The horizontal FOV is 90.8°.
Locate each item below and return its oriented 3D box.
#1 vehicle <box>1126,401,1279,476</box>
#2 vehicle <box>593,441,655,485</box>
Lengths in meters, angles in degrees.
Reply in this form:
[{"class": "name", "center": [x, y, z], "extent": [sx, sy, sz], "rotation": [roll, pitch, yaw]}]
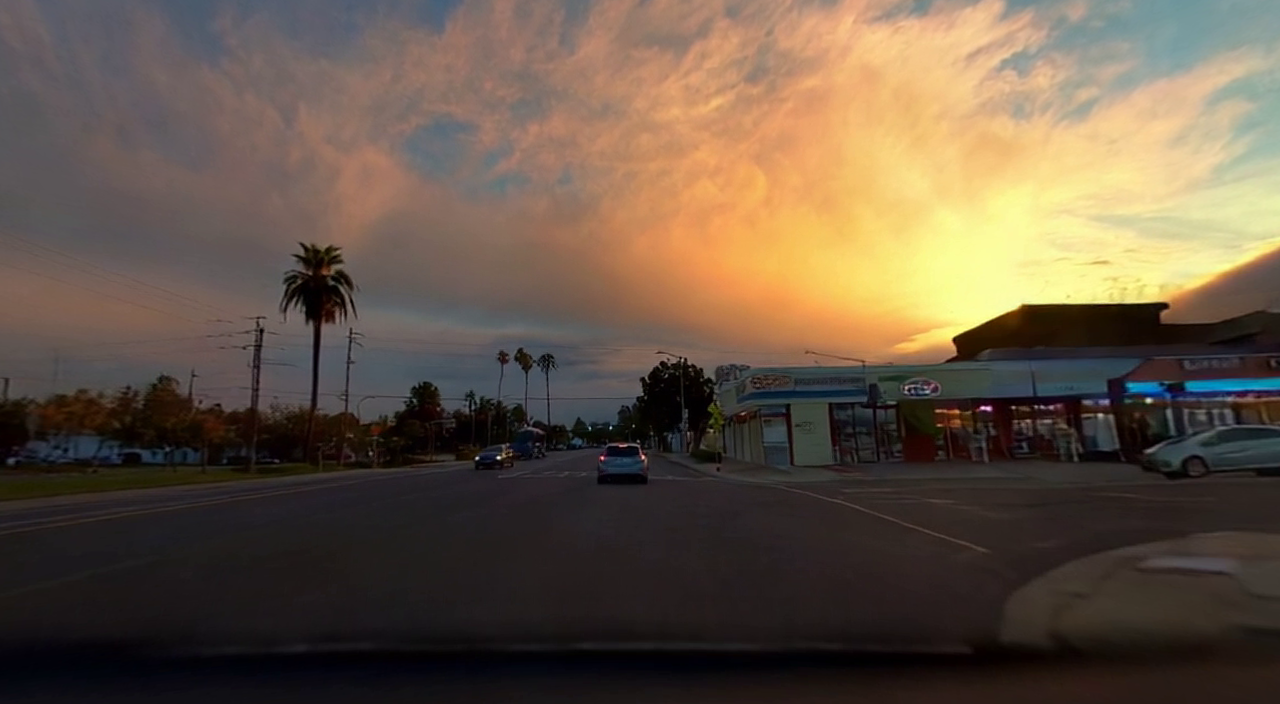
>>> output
[{"class": "vehicle", "center": [18.592, 2.705, 19.791], "extent": [4.747, 2.178, 2.336], "rotation": [0, -9, -3]}, {"class": "vehicle", "center": [-0.573, 4.077, 23.526], "extent": [2.076, 1.486, 4.119], "rotation": [0, -8, -1]}]
